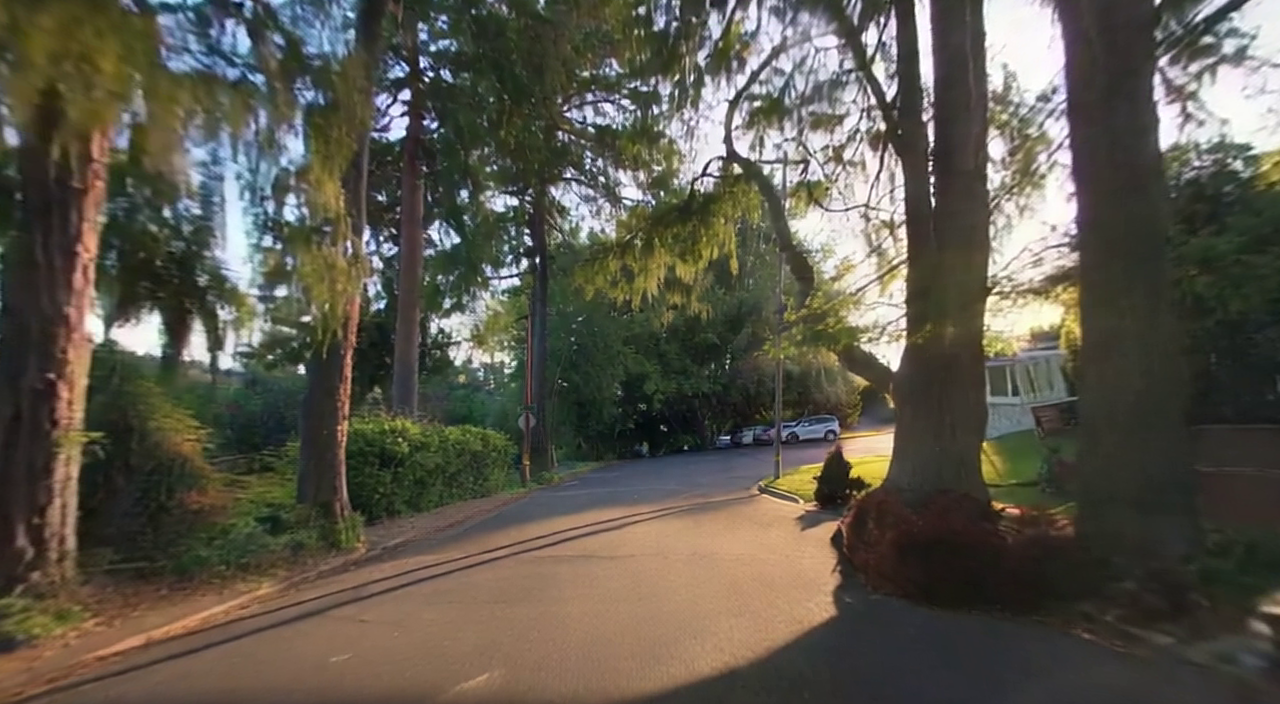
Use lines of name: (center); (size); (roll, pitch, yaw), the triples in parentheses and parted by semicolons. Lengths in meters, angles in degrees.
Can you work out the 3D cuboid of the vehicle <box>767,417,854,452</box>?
vehicle: (10.303, 5.042, 38.299); (4.780, 1.984, 1.896); (4, -9, -19)
